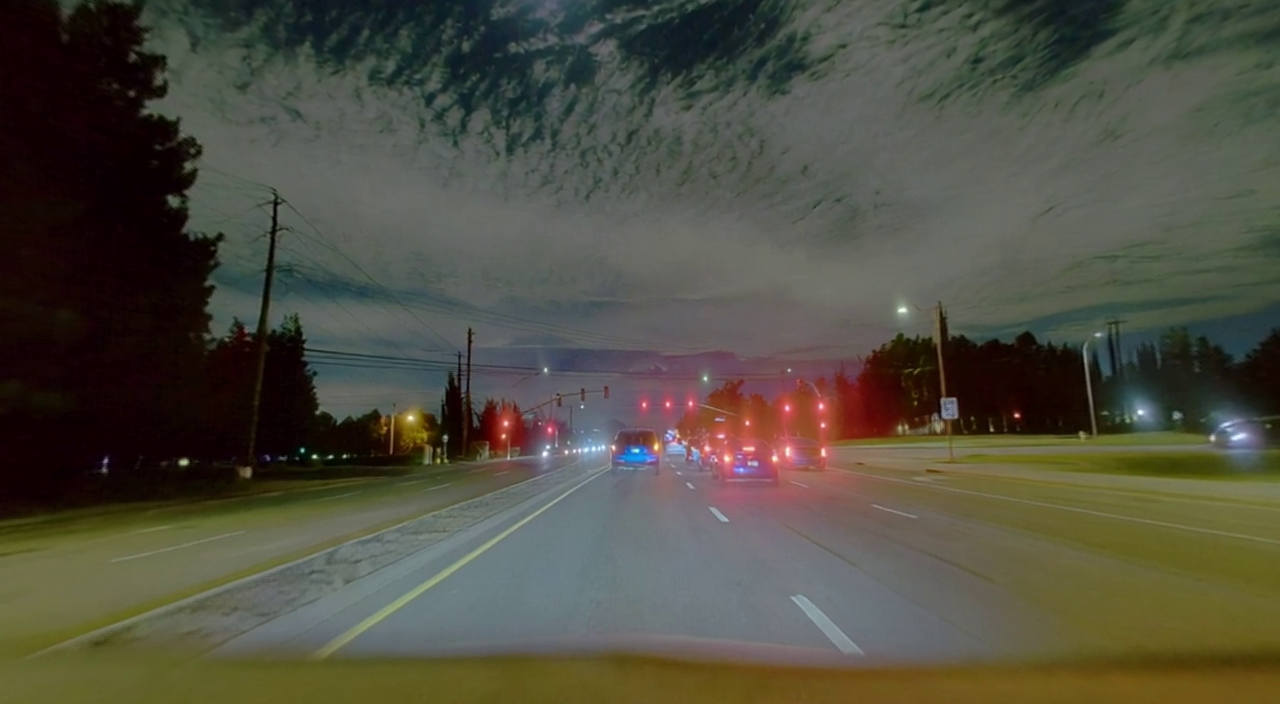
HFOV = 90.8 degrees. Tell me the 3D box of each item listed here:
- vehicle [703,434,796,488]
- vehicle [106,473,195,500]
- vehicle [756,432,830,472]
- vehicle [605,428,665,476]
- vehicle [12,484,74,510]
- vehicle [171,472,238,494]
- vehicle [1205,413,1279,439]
[{"bbox_3d":[3.231,3.346,19.650,1.984,1.462,4.513,0,-9,-1],"label":"vehicle"},{"bbox_3d":[-33.225,9.155,42.989,4.224,1.614,2.123,0,-9,-3],"label":"vehicle"},{"bbox_3d":[6.886,4.572,29.013,2.198,1.678,4.419,0,-9,-2],"label":"vehicle"},{"bbox_3d":[-0.230,4.169,26.552,2.300,1.821,4.254,0,-9,-1],"label":"vehicle"},{"bbox_3d":[-44.355,10.758,47.036,1.803,1.493,4.025,3,-8,-20],"label":"vehicle"},{"bbox_3d":[-33.576,10.108,48.773,3.637,1.483,2.007,1,-7,0],"label":"vehicle"},{"bbox_3d":[47.825,5.632,47.800,7.088,1.918,2.678,-5,-9,34],"label":"vehicle"}]
